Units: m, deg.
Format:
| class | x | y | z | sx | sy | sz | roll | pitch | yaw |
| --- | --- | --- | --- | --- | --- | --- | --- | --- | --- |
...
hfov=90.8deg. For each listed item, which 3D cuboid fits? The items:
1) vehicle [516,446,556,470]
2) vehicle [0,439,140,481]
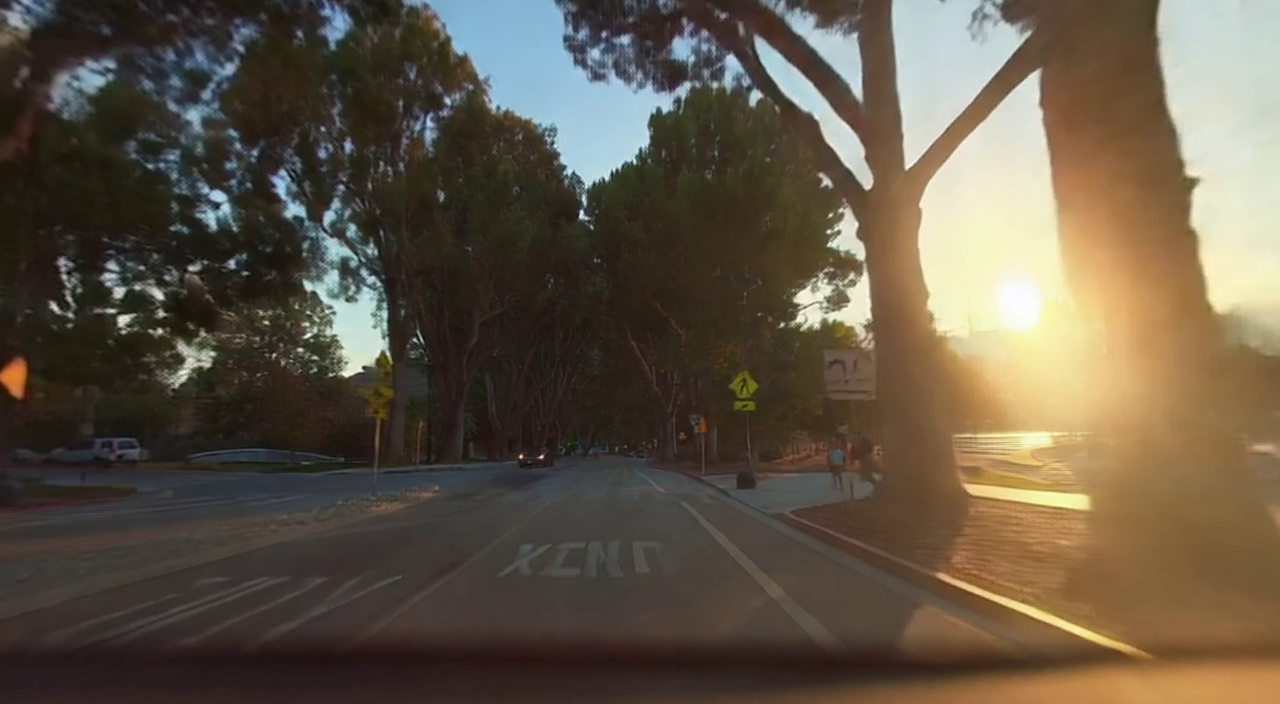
| class | x | y | z | sx | sy | sz | roll | pitch | yaw |
| --- | --- | --- | --- | --- | --- | --- | --- | --- | --- |
| vehicle | -7.889 | 8.068 | 48.268 | 2.036 | 1.686 | 4.780 | -1 | -8 | 2 |
| vehicle | -22.189 | 4.105 | 24.178 | 4.534 | 1.488 | 1.930 | -1 | -8 | 3 |
